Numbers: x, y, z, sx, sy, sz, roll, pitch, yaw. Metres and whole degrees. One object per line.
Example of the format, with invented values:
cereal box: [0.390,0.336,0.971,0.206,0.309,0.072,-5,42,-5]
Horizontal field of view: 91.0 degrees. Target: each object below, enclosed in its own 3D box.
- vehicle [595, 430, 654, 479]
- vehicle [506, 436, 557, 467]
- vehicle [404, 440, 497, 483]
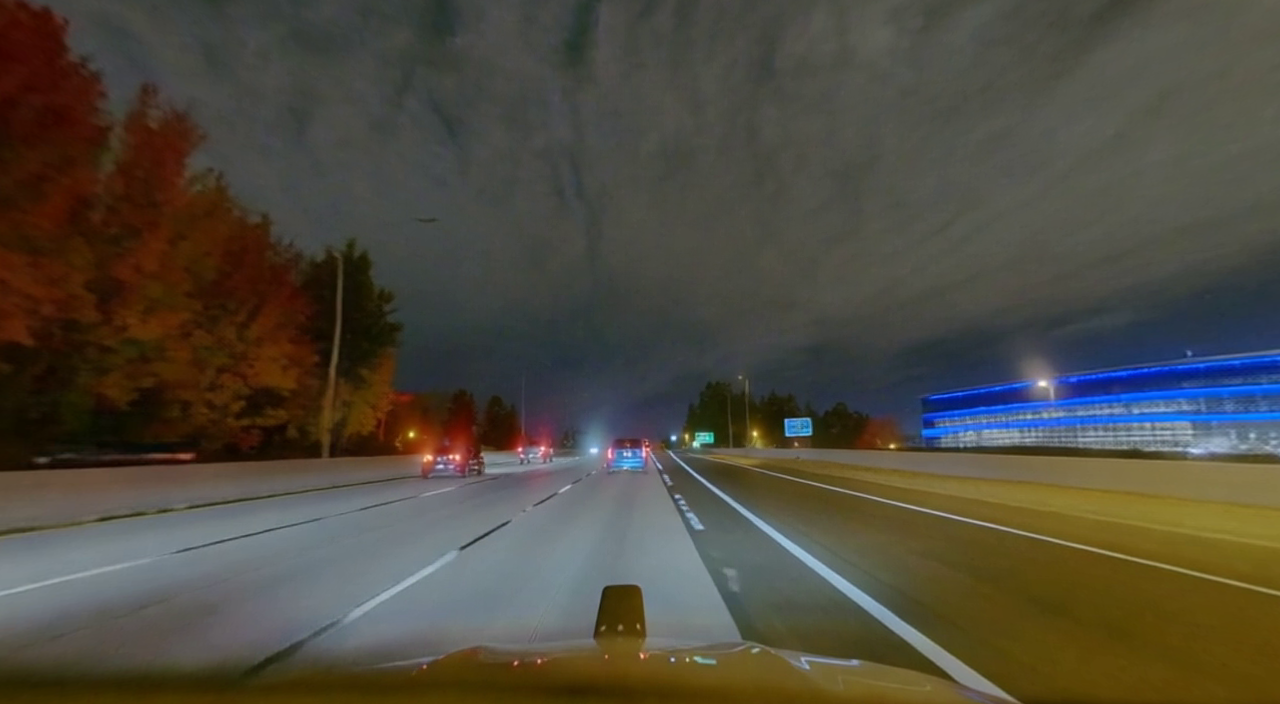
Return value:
vehicle: [-0.586,4.248,26.315,2.245,1.863,4.801,0,-9,0]
vehicle: [-7.239,6.696,42.672,2.328,1.927,5.880,0,-9,1]
vehicle: [-7.232,4.222,24.560,2.074,1.495,4.643,0,-9,1]
